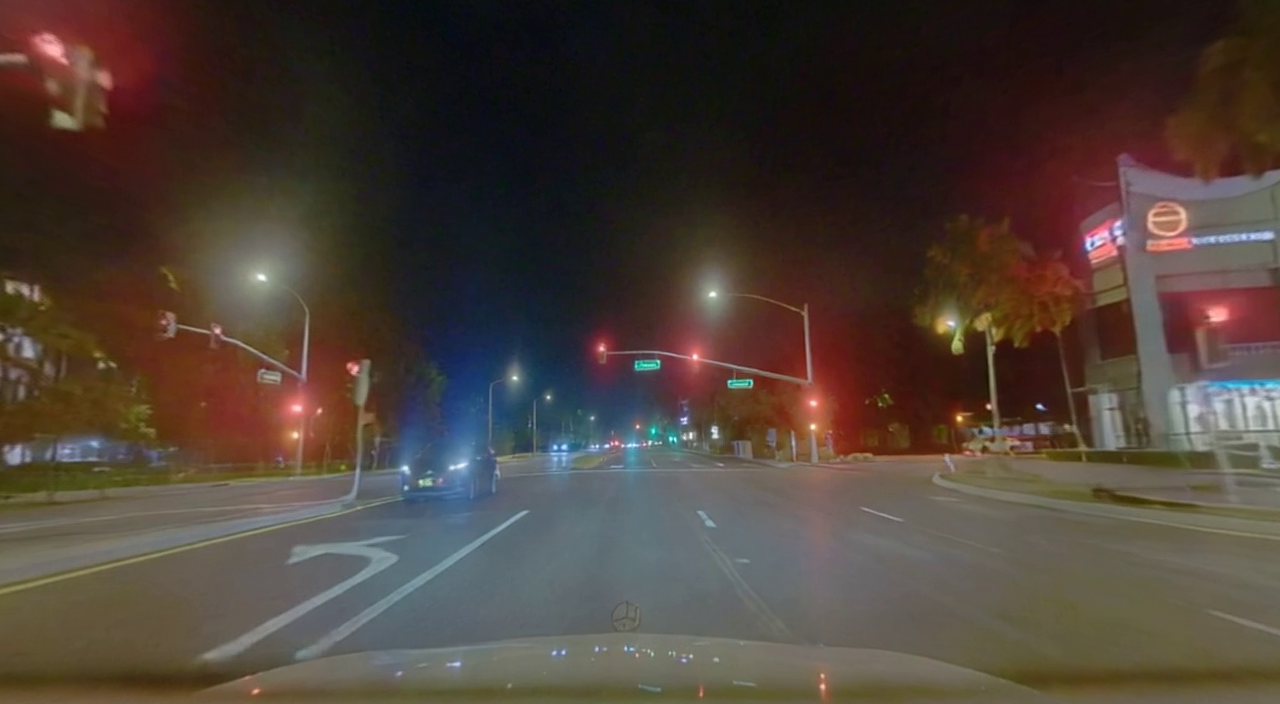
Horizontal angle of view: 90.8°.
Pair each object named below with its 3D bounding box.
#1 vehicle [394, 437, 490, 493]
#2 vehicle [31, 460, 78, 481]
[{"bbox_3d":[-6.642,3.671,20.936,1.990,1.639,3.885,5,-10,-33],"label":"vehicle"},{"bbox_3d":[-46.170,9.365,49.914,1.825,1.489,4.695,3,-11,-32],"label":"vehicle"}]
